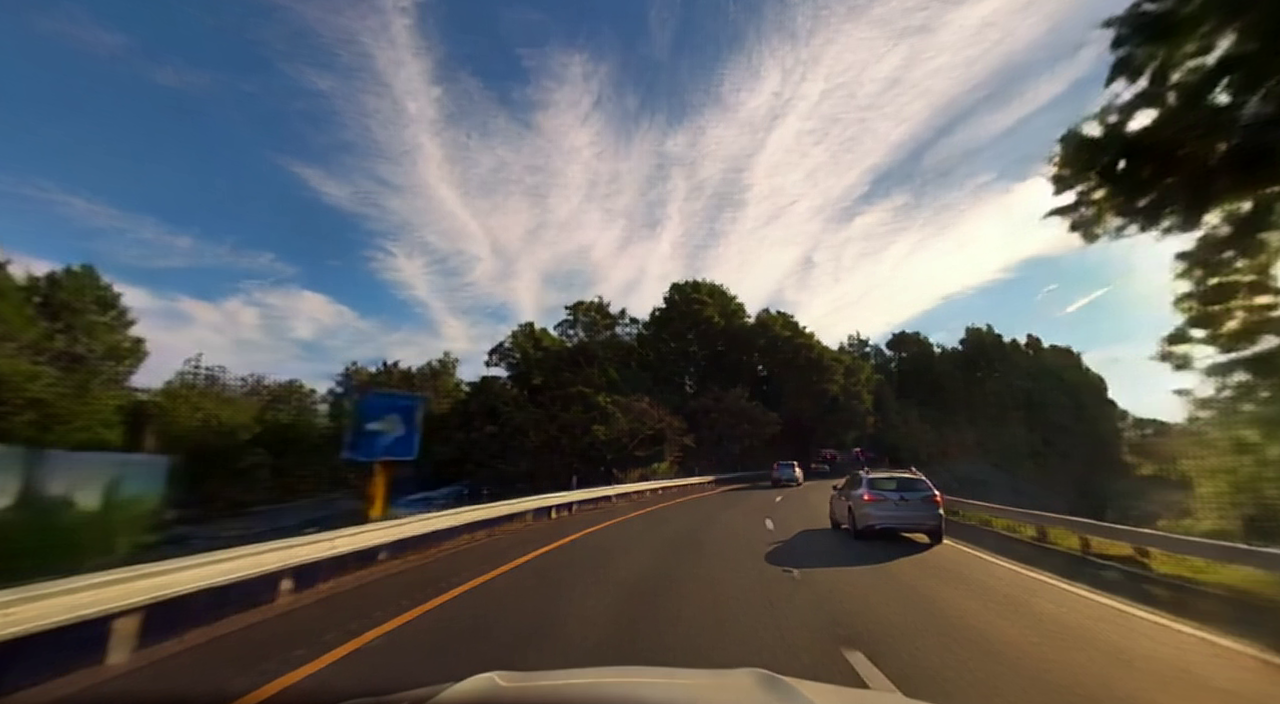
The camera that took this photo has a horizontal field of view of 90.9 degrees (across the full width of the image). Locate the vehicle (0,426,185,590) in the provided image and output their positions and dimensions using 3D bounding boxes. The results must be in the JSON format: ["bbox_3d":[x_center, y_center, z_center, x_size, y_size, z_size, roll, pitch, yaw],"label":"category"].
[{"bbox_3d":[-17.014,3.810,15.532,2.909,3.910,9.340,-2,-11,14],"label":"vehicle"}]

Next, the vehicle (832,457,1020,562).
[{"bbox_3d":[5.134,2.860,12.049,2.023,1.593,4.105,0,-11,6],"label":"vehicle"}]
